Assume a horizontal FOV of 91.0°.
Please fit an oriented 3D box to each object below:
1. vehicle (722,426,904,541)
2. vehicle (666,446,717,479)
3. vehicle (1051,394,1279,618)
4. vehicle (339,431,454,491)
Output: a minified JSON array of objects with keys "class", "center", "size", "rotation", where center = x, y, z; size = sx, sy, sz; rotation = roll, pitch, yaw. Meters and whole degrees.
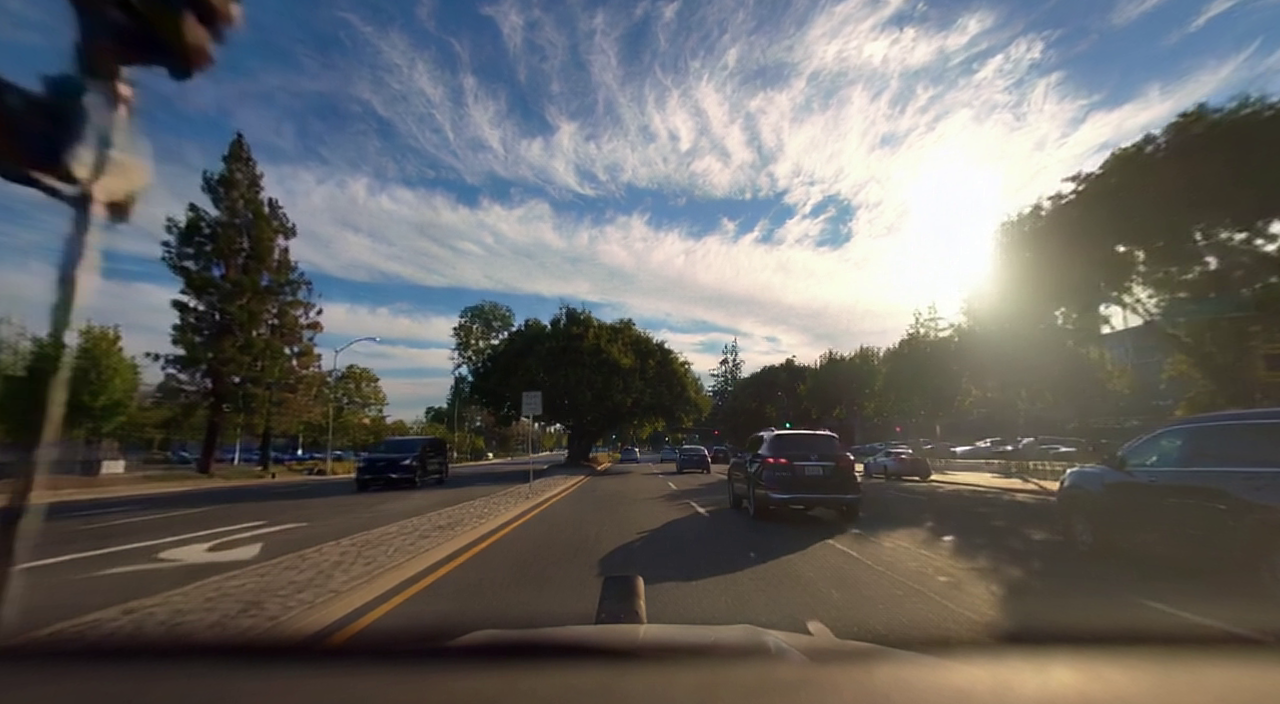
[{"class":"vehicle","center":[2.874,2.289,11.579],"size":[2.075,1.698,4.142],"rotation":[0,-8,-1]},{"class":"vehicle","center":[2.437,5.342,30.845],"size":[1.980,1.484,4.093],"rotation":[0,-8,-2]},{"class":"vehicle","center":[6.282,1.309,5.477],"size":[2.153,1.811,4.595],"rotation":[0,-8,-2]},{"class":"vehicle","center":[-9.240,4.173,24.524],"size":[2.215,2.062,5.360],"rotation":[0,-8,1]}]
